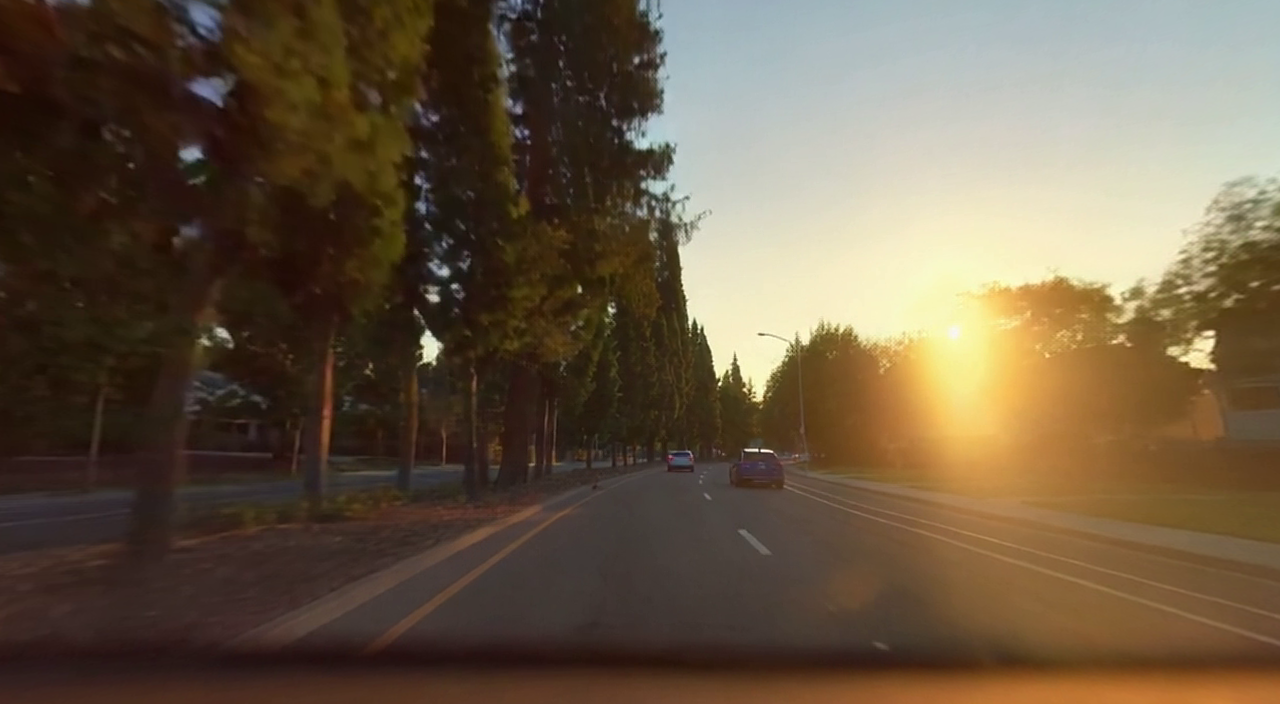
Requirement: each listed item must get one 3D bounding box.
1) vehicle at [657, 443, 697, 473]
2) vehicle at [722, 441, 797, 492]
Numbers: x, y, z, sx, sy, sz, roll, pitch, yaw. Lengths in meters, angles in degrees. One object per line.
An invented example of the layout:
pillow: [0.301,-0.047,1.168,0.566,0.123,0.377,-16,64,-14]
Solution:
vehicle: [2.447,6.799,40.516,2.251,1.822,4.391,-1,-8,8]
vehicle: [4.225,4.091,22.829,1.971,1.663,4.287,-1,-8,2]
